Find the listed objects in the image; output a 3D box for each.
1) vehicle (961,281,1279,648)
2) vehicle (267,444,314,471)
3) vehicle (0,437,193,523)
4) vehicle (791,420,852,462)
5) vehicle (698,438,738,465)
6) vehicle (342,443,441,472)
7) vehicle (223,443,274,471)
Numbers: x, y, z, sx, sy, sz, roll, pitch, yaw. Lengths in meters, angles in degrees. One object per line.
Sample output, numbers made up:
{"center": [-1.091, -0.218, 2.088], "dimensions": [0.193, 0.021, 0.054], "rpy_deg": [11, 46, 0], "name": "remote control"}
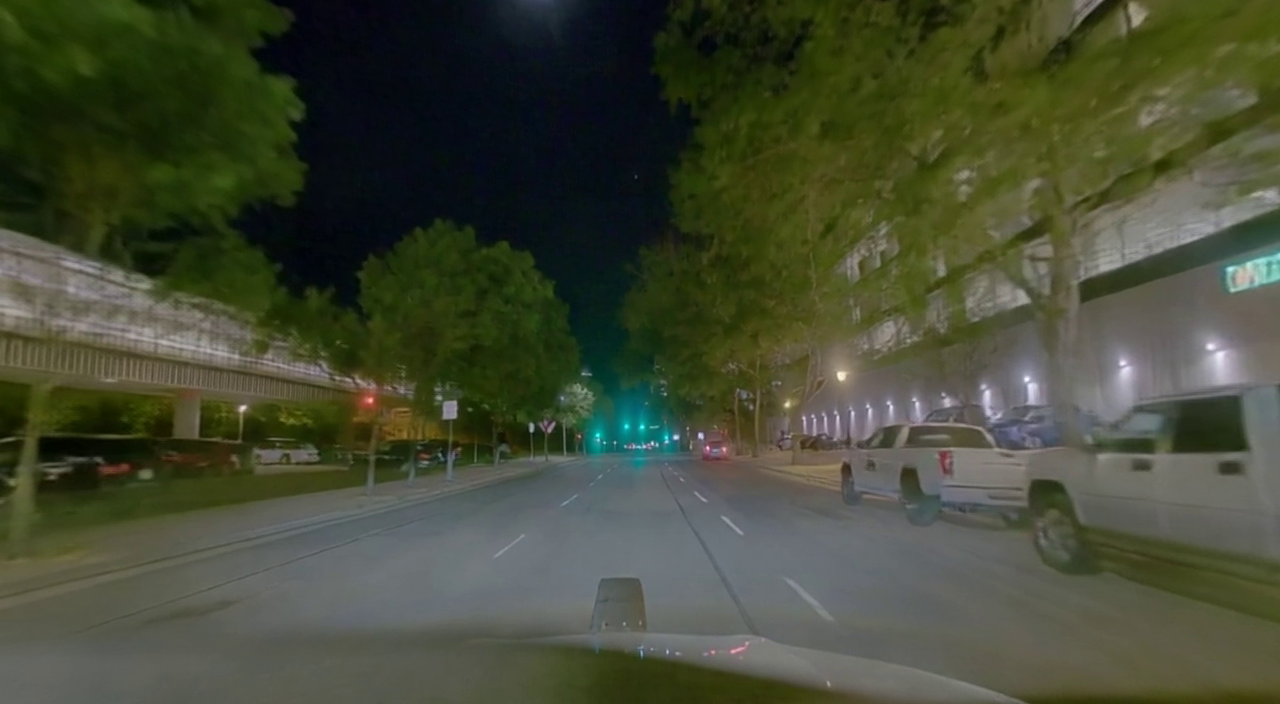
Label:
{"center": [5.732, 0.946, 5.474], "dimensions": [2.596, 2.509, 6.178], "rpy_deg": [0, -9, 0], "name": "vehicle"}
{"center": [-24.742, 7.470, 44.835], "dimensions": [2.026, 1.723, 4.633], "rpy_deg": [4, -9, -19], "name": "vehicle"}
{"center": [-13.039, 2.740, 13.811], "dimensions": [4.831, 1.700, 2.111], "rpy_deg": [0, -9, 0], "name": "vehicle"}
{"center": [13.140, 6.551, 46.156], "dimensions": [2.935, 2.889, 5.499], "rpy_deg": [0, -9, 1], "name": "vehicle"}
{"center": [5.978, 7.683, 48.843], "dimensions": [2.338, 1.942, 5.267], "rpy_deg": [0, -9, -1], "name": "vehicle"}
{"center": [-14.624, 6.236, 37.381], "dimensions": [4.954, 1.614, 2.227], "rpy_deg": [0, -9, -5], "name": "vehicle"}
{"center": [-27.385, 7.334, 44.275], "dimensions": [2.026, 1.723, 4.322], "rpy_deg": [3, -8, -19], "name": "vehicle"}
